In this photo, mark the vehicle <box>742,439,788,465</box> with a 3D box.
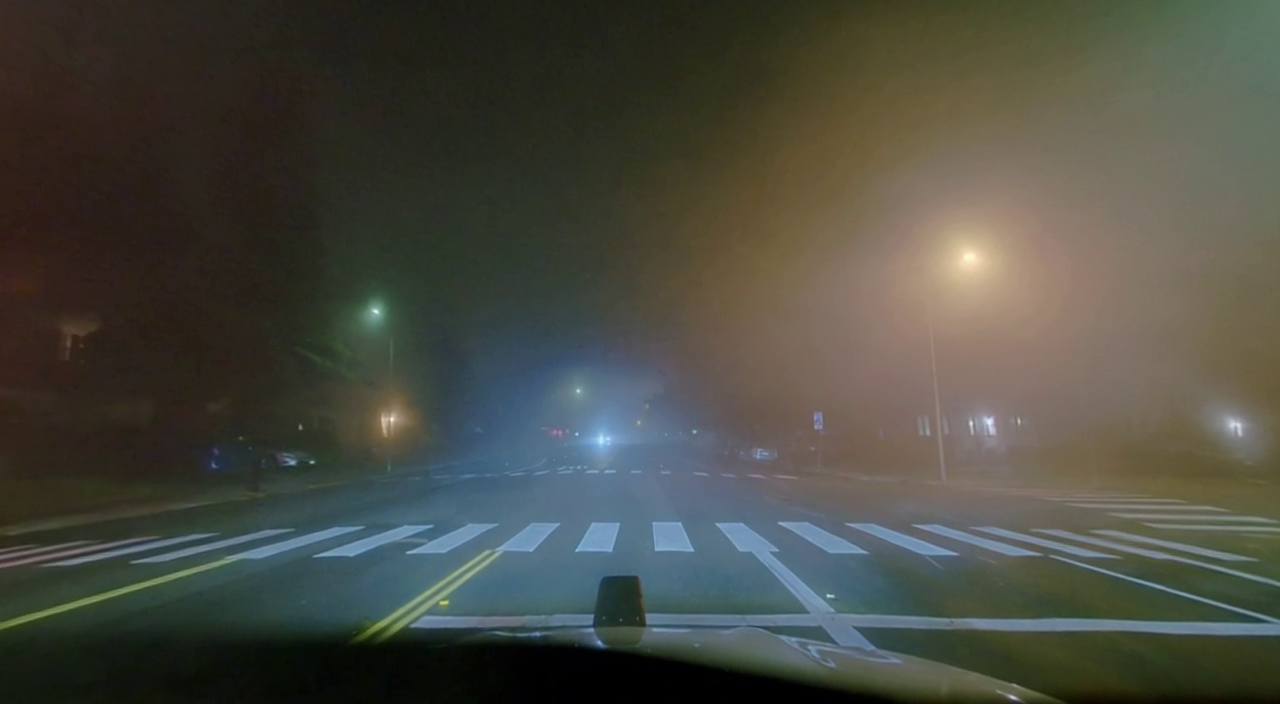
[{"bbox_3d":[8.004,6.433,40.886,2.029,1.554,4.705,0,-9,1],"label":"vehicle"}]

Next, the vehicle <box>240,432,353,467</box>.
[{"bbox_3d":[-17.950,5.116,33.156,4.743,1.734,1.994,0,-9,0],"label":"vehicle"}]

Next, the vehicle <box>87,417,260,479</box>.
[{"bbox_3d":[-17.929,3.720,24.510,4.800,2.259,2.303,0,-9,-1],"label":"vehicle"}]
